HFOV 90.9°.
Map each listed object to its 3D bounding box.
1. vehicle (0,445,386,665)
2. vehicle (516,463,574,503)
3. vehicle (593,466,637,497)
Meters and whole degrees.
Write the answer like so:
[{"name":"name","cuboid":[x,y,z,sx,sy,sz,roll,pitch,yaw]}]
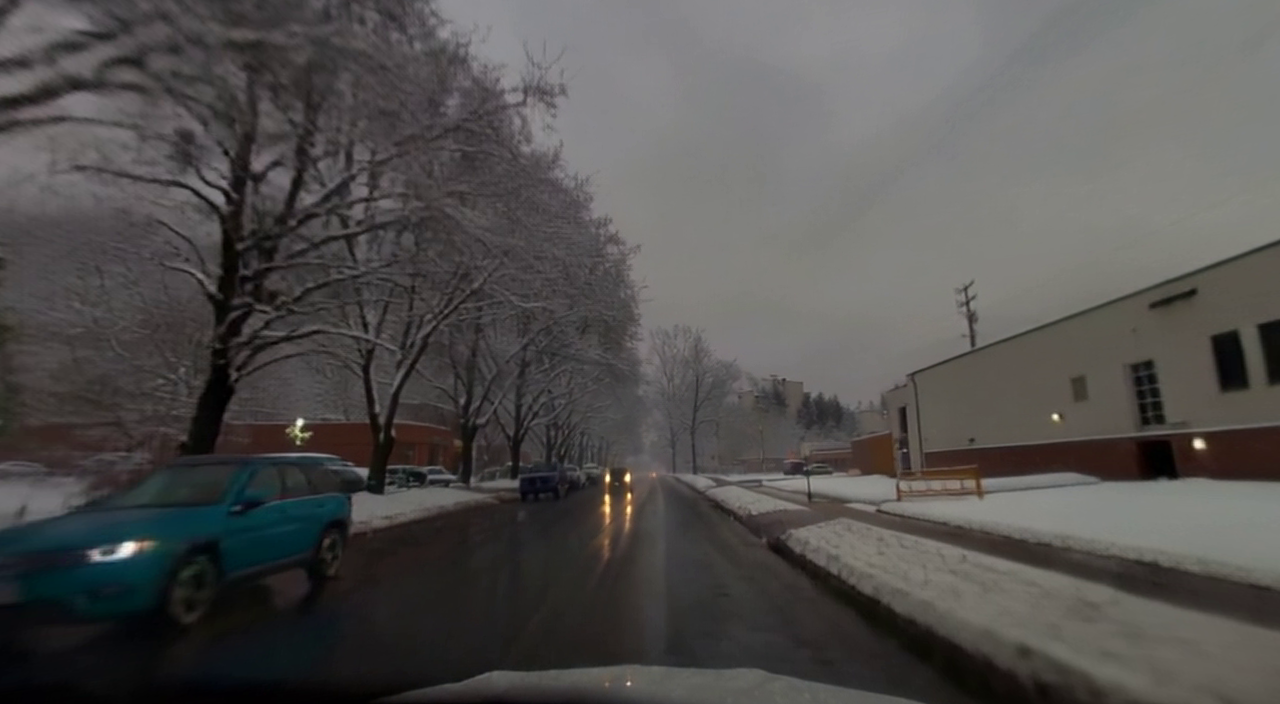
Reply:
[{"name":"vehicle","cuboid":[-4.561,1.824,6.660,1.903,1.542,4.115,-1,-10,2]},{"name":"vehicle","cuboid":[-4.081,5.716,27.777,2.011,1.596,3.760,-1,-10,-1]},{"name":"vehicle","cuboid":[-1.236,6.690,32.816,1.978,1.453,4.314,1,-10,2]}]
